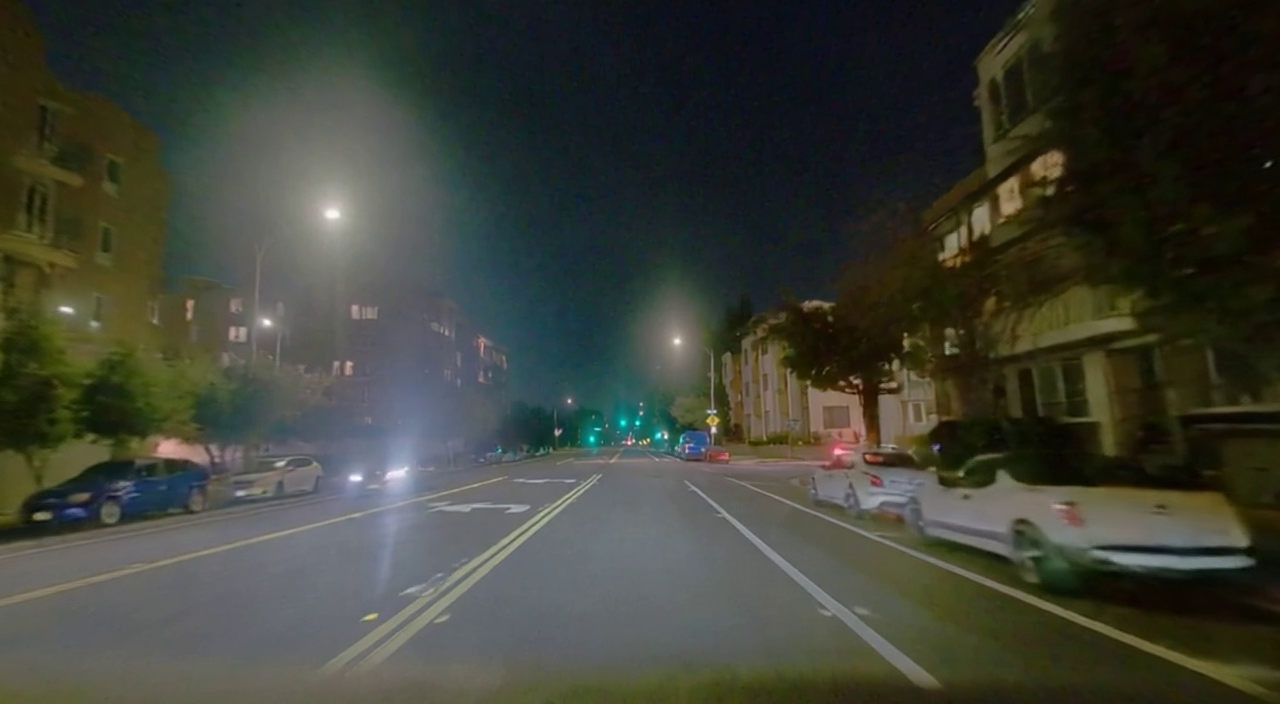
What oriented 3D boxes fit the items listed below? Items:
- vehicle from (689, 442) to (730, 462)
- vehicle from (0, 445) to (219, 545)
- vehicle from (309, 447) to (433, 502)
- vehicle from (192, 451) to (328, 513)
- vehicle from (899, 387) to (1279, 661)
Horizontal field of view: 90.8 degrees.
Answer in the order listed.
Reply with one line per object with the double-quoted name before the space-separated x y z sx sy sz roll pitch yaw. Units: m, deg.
"vehicle" 5.254 7.602 48.294 1.848 1.468 4.332 2 -9 -13
"vehicle" -12.490 3.197 14.867 2.036 1.819 4.626 -3 -7 -1
"vehicle" -8.024 3.650 19.343 1.952 1.477 4.128 0 -8 0
"vehicle" -12.458 4.239 21.160 1.920 1.629 4.599 -2 -8 -3
"vehicle" 4.807 1.471 6.600 2.139 1.780 4.817 0 -8 0
